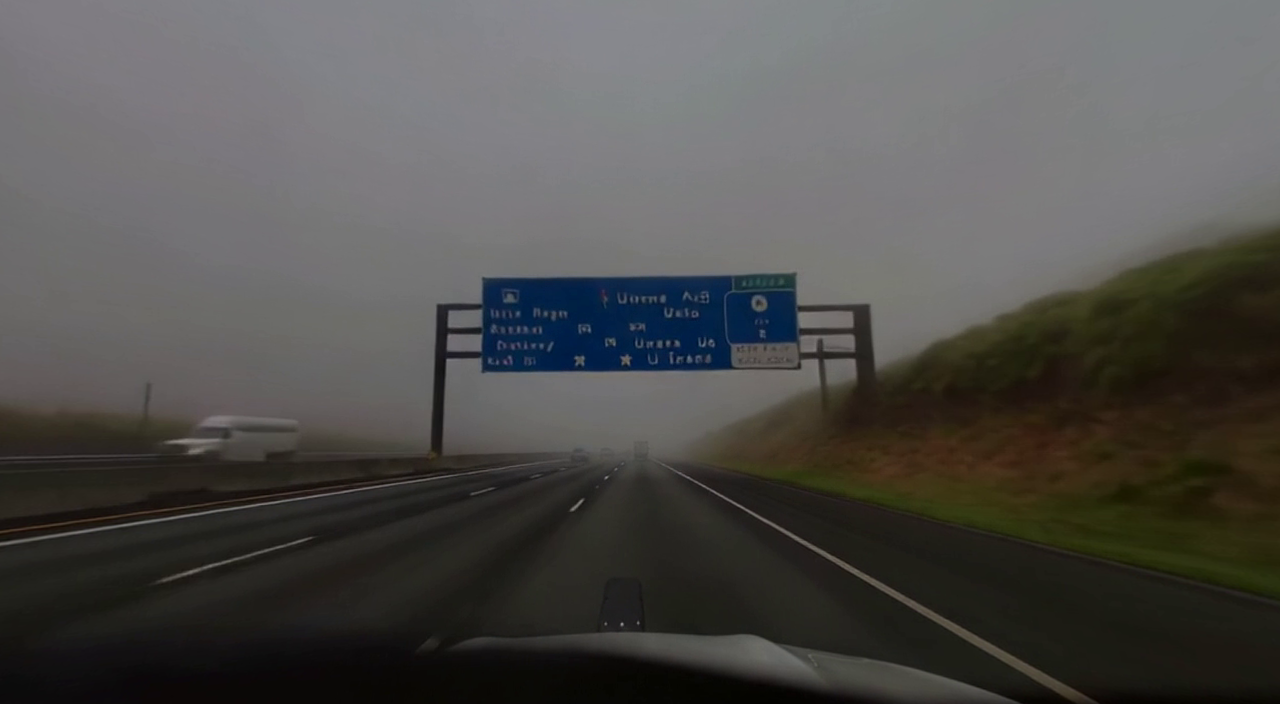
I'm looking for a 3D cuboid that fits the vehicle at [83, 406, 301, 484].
[{"bbox_3d":[-19.307,4.204,28.346,2.853,2.929,9.362,0,-9,0],"label":"vehicle"}]
